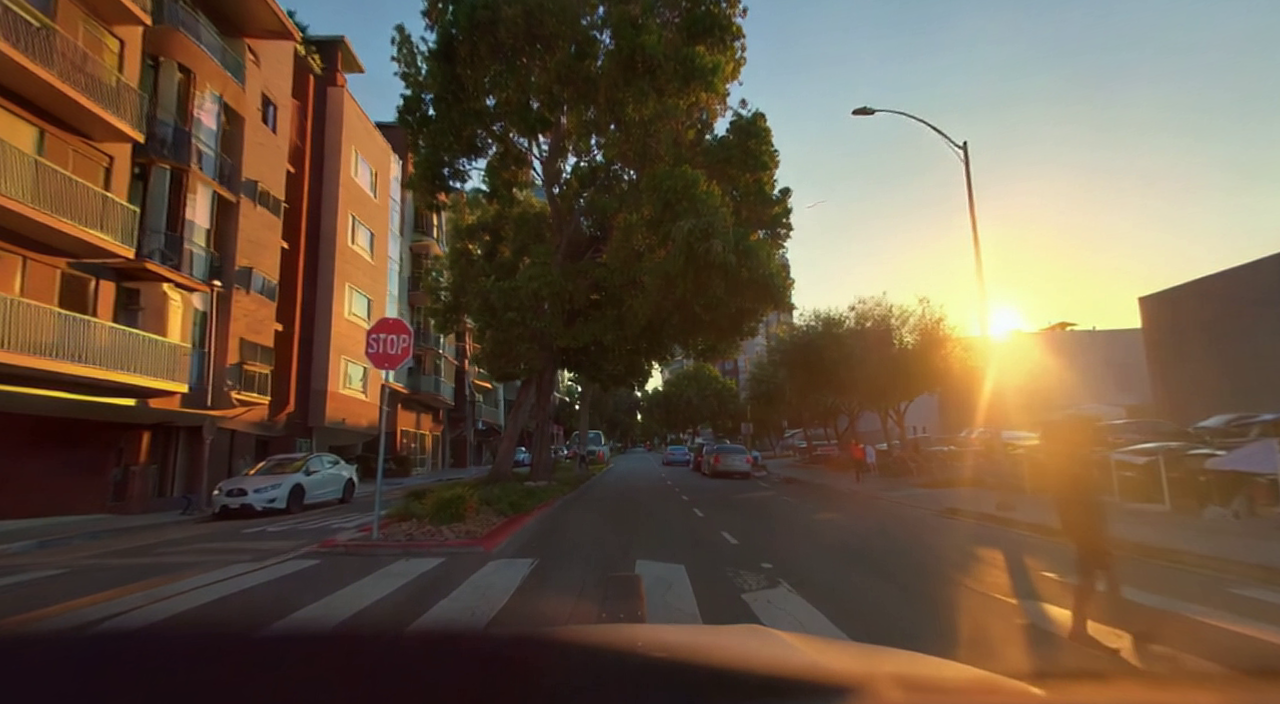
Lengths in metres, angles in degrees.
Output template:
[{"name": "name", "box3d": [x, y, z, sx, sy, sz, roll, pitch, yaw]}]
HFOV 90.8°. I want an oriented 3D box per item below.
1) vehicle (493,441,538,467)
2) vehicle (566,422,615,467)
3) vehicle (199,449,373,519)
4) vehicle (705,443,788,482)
[{"name": "vehicle", "box3d": [-8.870, 7.288, 45.290, 2.256, 1.802, 4.333, 0, -8, 2]}, {"name": "vehicle", "box3d": [-2.989, 5.805, 39.832, 2.317, 2.596, 6.053, 0, -8, 3]}, {"name": "vehicle", "box3d": [-8.794, 3.274, 16.254, 2.007, 1.503, 4.343, 0, -8, -1]}, {"name": "vehicle", "box3d": [4.584, 4.597, 26.701, 1.858, 1.491, 4.329, -5, -10, 33]}]
